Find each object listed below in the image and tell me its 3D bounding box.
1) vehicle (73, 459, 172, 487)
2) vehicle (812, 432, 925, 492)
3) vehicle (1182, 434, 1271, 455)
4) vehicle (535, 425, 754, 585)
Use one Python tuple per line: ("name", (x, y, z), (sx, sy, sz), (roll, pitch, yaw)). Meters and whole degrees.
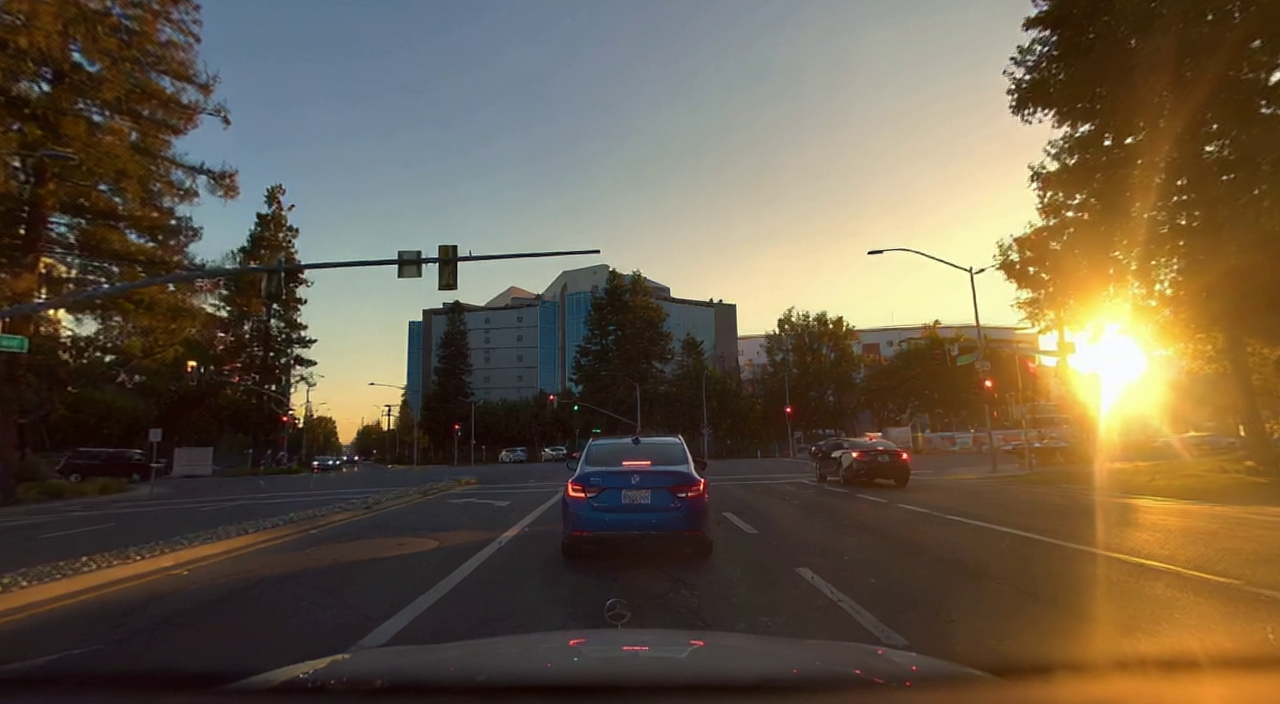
("vehicle", (-32.385, 7.549, 39.645), (4.401, 1.625, 1.863), (0, -8, -4))
("vehicle", (7.053, 3.440, 20.076), (2.039, 1.692, 4.319), (0, -8, 1))
("vehicle", (41.958, 6.637, 45.236), (4.563, 1.454, 2.056), (1, -8, -6))
("vehicle", (-0.017, 1.762, 8.143), (2.070, 1.488, 4.206), (0, -8, -2))
